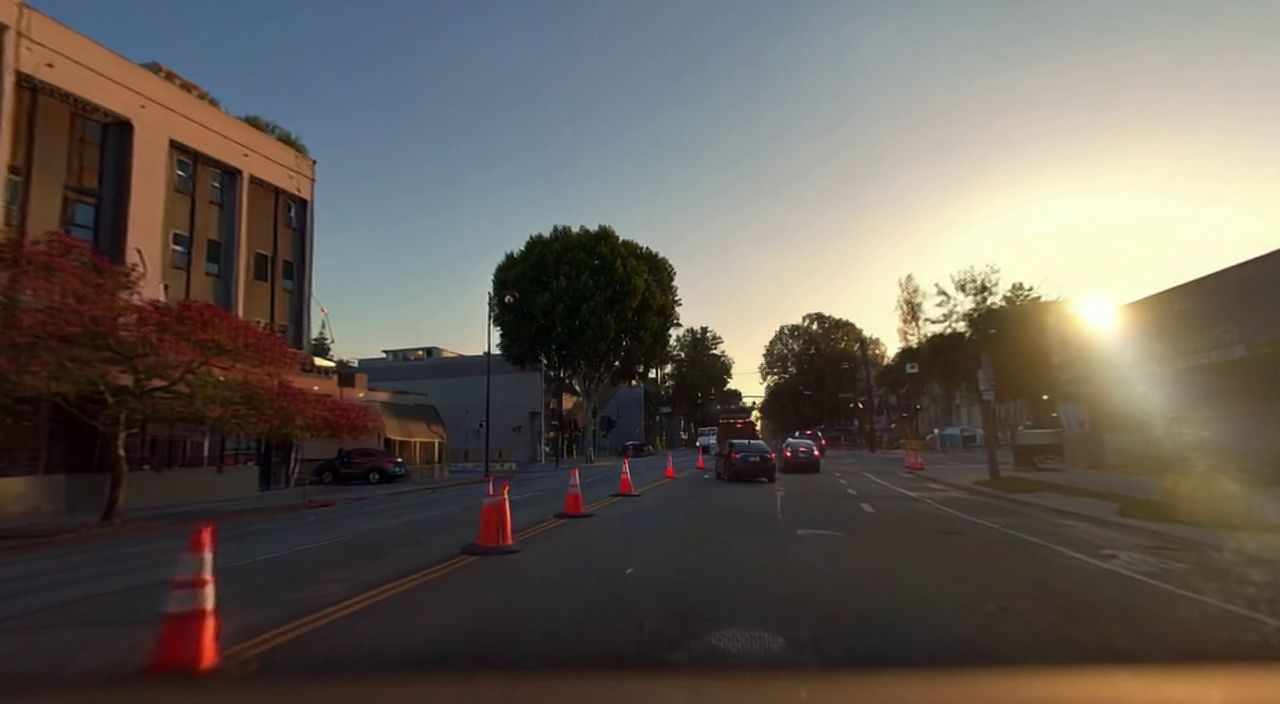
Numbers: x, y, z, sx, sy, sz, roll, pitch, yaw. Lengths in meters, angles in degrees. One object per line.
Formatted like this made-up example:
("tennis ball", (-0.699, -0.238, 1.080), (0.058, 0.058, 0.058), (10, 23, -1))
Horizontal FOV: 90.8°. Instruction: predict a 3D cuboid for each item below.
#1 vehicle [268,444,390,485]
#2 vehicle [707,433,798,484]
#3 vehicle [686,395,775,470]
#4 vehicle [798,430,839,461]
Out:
("vehicle", (-13.542, 4.879, 27.618), (4.397, 1.698, 1.932), (-2, -9, 12))
("vehicle", (3.630, 3.519, 21.188), (2.159, 1.506, 4.086), (0, -8, -2))
("vehicle", (5.305, 4.508, 34.360), (2.977, 3.271, 12.748), (-3, -9, 16))
("vehicle", (12.075, 6.311, 42.570), (2.110, 1.942, 4.376), (-4, -9, 22))
